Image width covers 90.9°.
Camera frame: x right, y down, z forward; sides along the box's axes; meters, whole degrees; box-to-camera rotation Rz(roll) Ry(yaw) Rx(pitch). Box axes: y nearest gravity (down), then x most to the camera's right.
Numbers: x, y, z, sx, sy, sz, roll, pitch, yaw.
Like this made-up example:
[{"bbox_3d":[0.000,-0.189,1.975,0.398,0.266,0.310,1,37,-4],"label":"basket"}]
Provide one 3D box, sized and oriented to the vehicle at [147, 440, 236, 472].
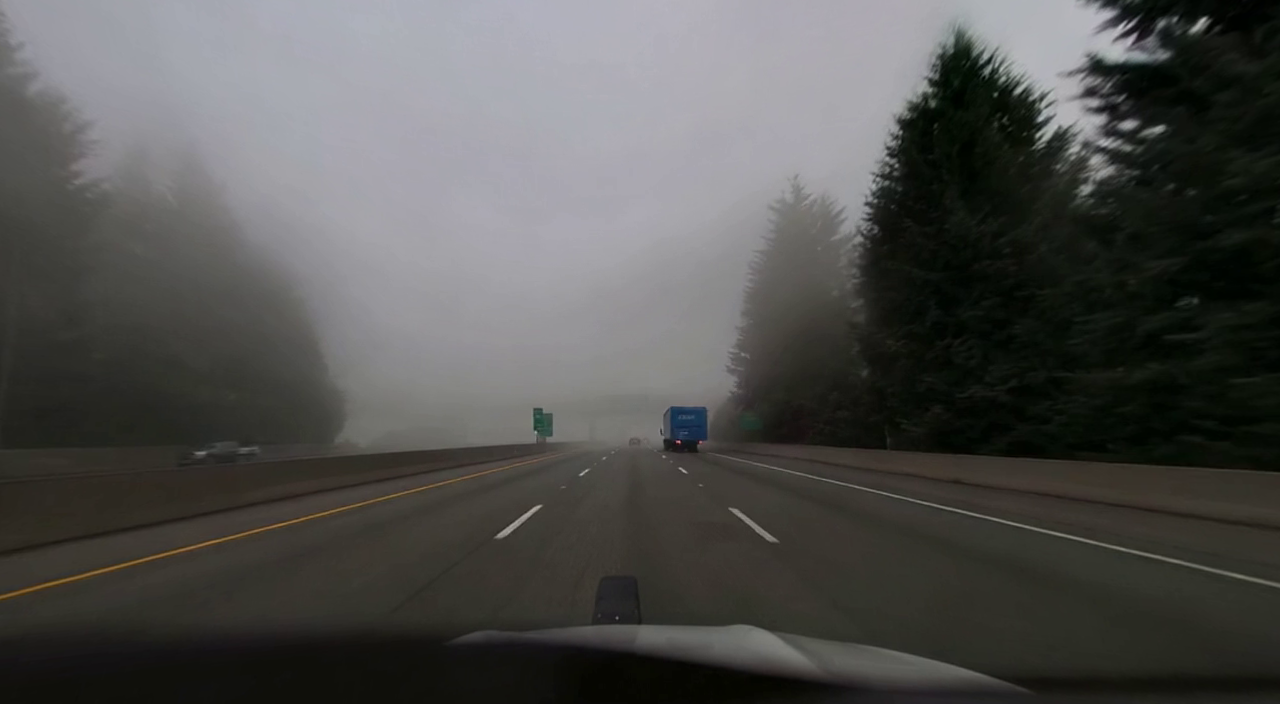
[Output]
[{"bbox_3d":[-24.317,5.626,34.374,1.870,1.581,4.166,0,-8,-1],"label":"vehicle"}]
